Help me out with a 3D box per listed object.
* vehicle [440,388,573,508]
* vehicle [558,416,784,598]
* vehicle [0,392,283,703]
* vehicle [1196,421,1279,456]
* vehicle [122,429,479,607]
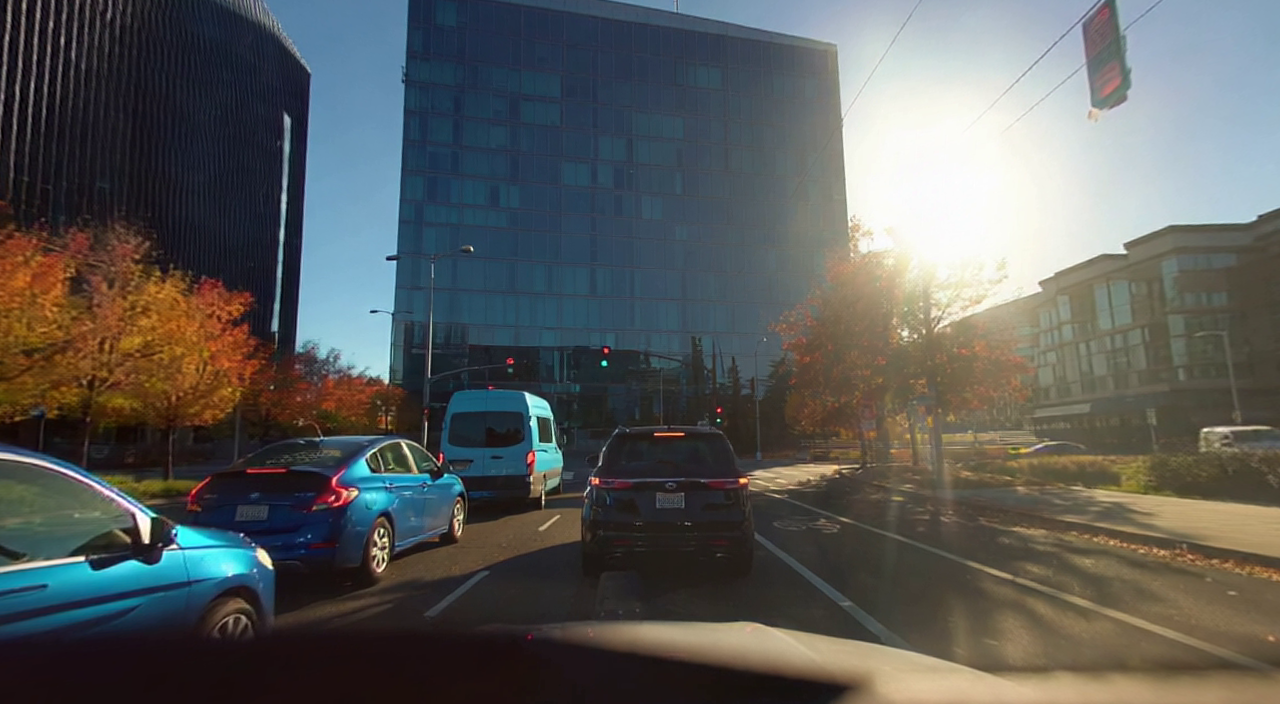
[{"bbox_3d":[-3.269,2.565,16.805,2.343,2.635,5.684,0,-9,0],"label":"vehicle"},{"bbox_3d":[0.195,1.639,7.378,1.979,1.562,3.630,0,-9,-3],"label":"vehicle"},{"bbox_3d":[-2.906,0.819,1.504,1.893,1.491,3.798,0,-9,-1],"label":"vehicle"},{"bbox_3d":[28.377,4.000,28.639,1.762,1.487,4.488,-1,-9,1],"label":"vehicle"},{"bbox_3d":[-3.482,1.767,7.578,1.955,1.499,4.223,0,-9,0],"label":"vehicle"}]
